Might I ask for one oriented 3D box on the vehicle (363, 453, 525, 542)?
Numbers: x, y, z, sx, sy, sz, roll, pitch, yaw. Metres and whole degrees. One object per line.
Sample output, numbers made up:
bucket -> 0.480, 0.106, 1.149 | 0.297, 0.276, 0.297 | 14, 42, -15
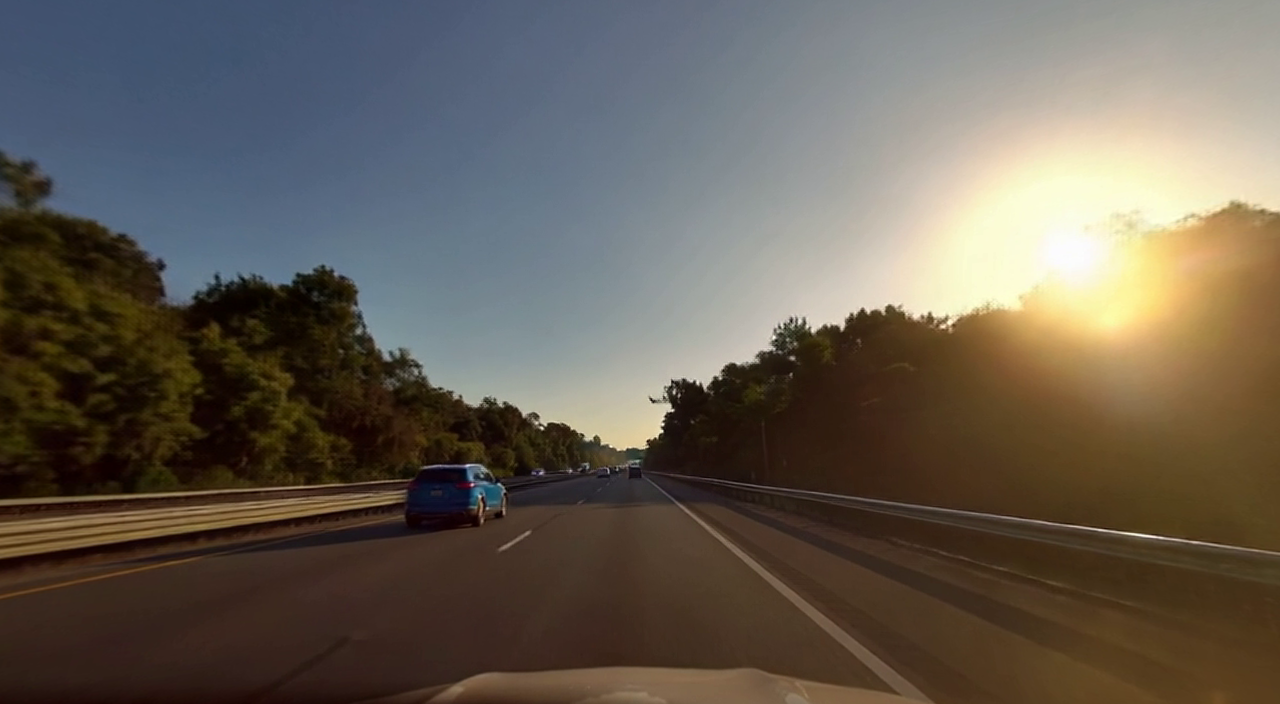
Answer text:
vehicle -> -3.836, 2.953, 13.216 | 2.017, 1.516, 4.041 | 1, -11, 1
